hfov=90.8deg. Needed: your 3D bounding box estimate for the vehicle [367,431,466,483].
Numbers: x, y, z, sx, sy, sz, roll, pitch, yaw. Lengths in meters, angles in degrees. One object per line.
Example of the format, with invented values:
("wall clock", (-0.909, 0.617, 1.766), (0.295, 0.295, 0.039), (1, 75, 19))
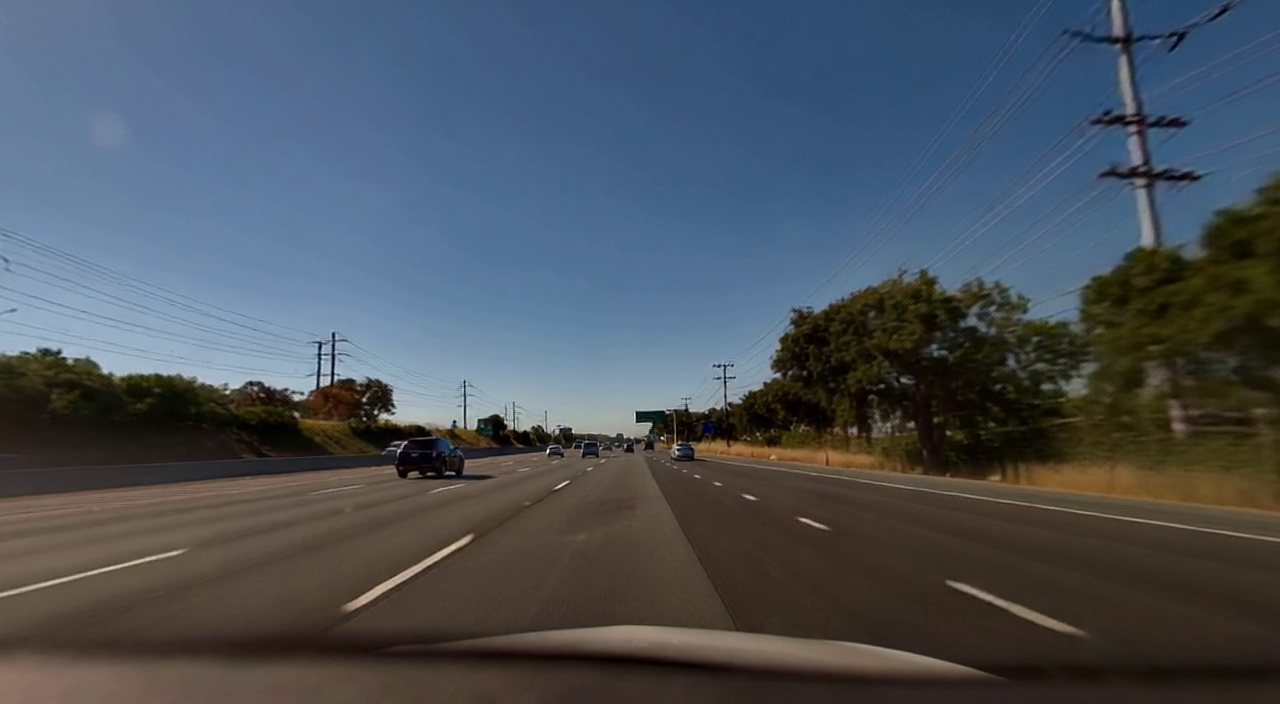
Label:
("vehicle", (-8.633, 4.108, 24.990), (2.115, 1.799, 5.444), (0, -9, -2))
